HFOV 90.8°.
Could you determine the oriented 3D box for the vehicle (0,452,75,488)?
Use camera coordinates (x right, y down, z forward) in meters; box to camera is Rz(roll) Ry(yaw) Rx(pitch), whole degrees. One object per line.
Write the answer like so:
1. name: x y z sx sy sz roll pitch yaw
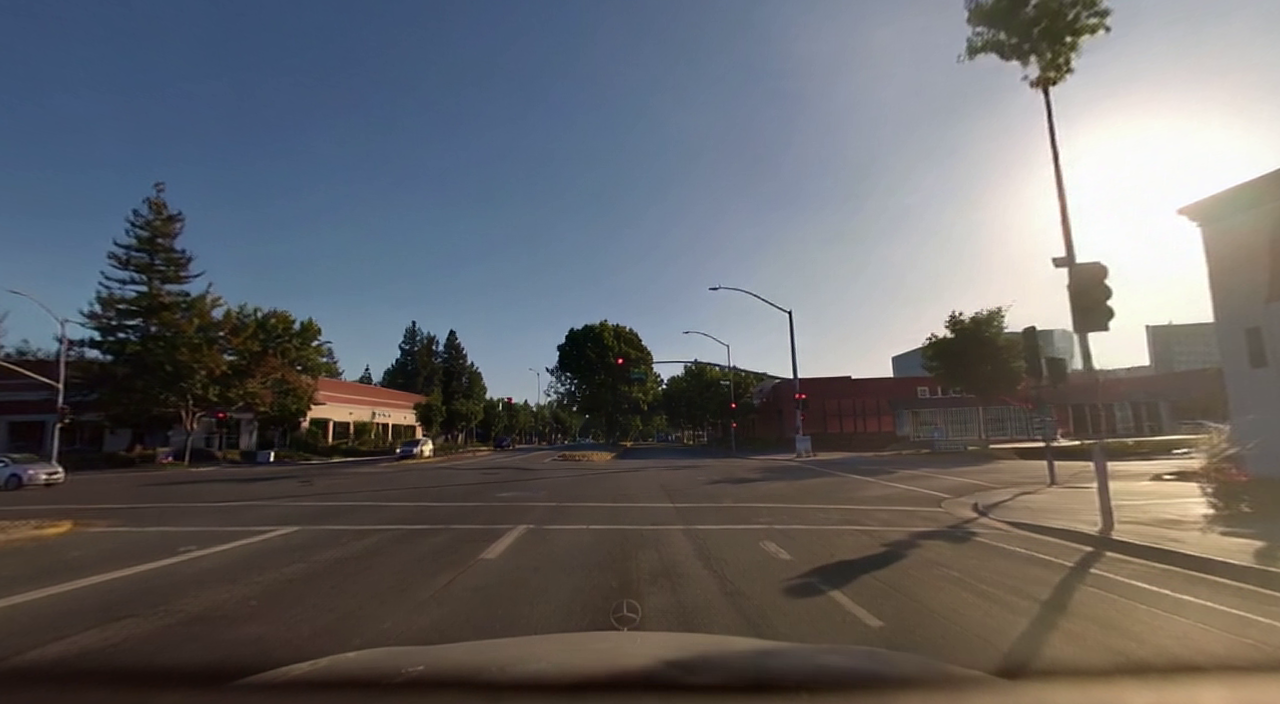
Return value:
1. vehicle: -27.772 5.108 27.496 4.500 1.465 1.936 0 -8 1
